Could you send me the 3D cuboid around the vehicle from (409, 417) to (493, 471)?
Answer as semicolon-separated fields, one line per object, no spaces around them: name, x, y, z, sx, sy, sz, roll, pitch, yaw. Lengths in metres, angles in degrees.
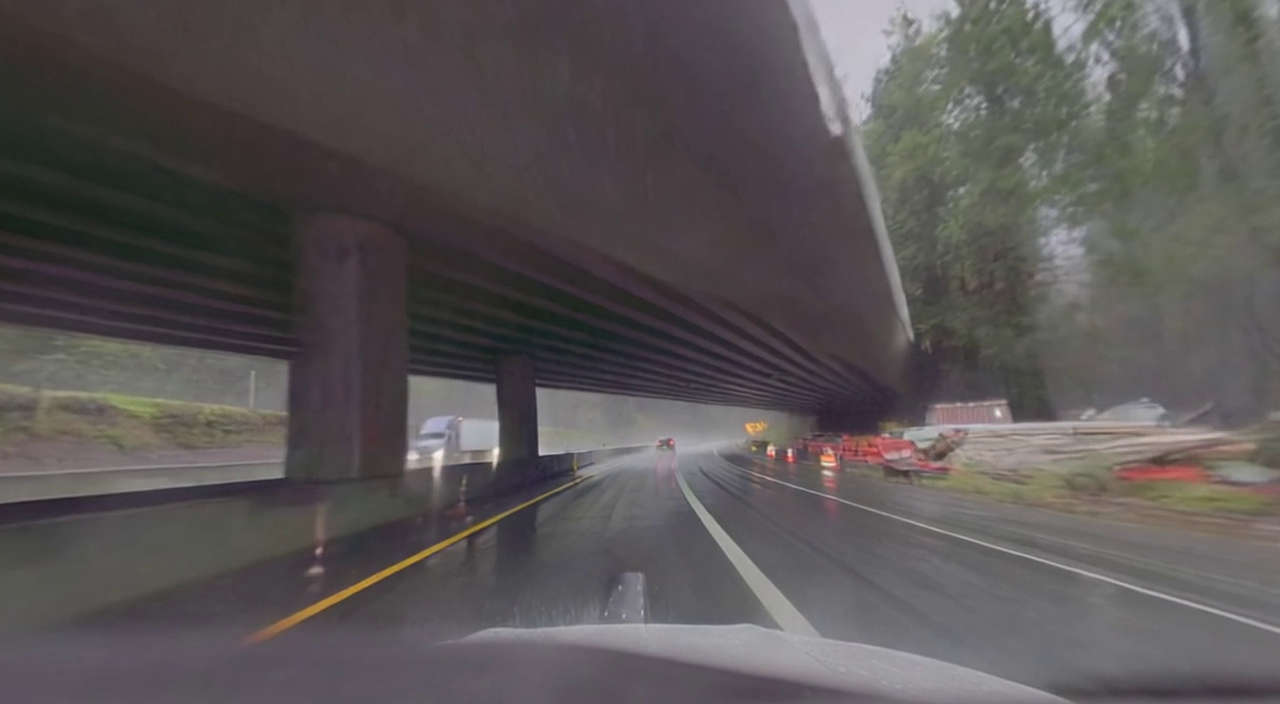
vehicle;-13.381;6.607;45.507;2.775;3.490;8.472;-1;-8;5
